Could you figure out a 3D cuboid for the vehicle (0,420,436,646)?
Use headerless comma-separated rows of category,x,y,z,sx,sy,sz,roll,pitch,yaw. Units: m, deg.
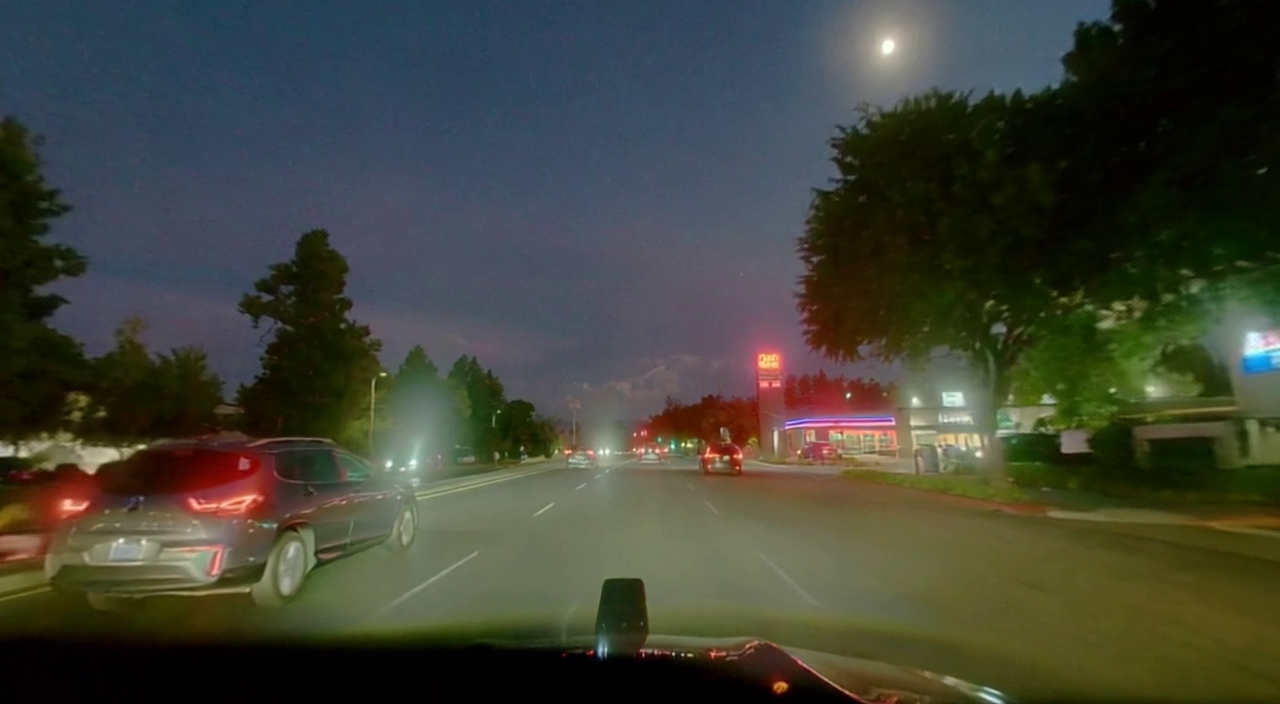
vehicle,-3.810,1.528,6.430,1.908,1.481,4.351,0,-9,1

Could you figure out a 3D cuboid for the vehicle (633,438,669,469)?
vehicle,0.672,6.455,40.351,2.193,1.873,4.033,0,-9,0

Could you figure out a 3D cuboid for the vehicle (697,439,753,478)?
vehicle,3.687,4.687,27.927,1.922,1.579,3.642,0,-9,-1

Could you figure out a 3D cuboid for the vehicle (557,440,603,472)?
vehicle,-3.207,5.684,34.623,2.026,1.665,4.193,0,-9,2
